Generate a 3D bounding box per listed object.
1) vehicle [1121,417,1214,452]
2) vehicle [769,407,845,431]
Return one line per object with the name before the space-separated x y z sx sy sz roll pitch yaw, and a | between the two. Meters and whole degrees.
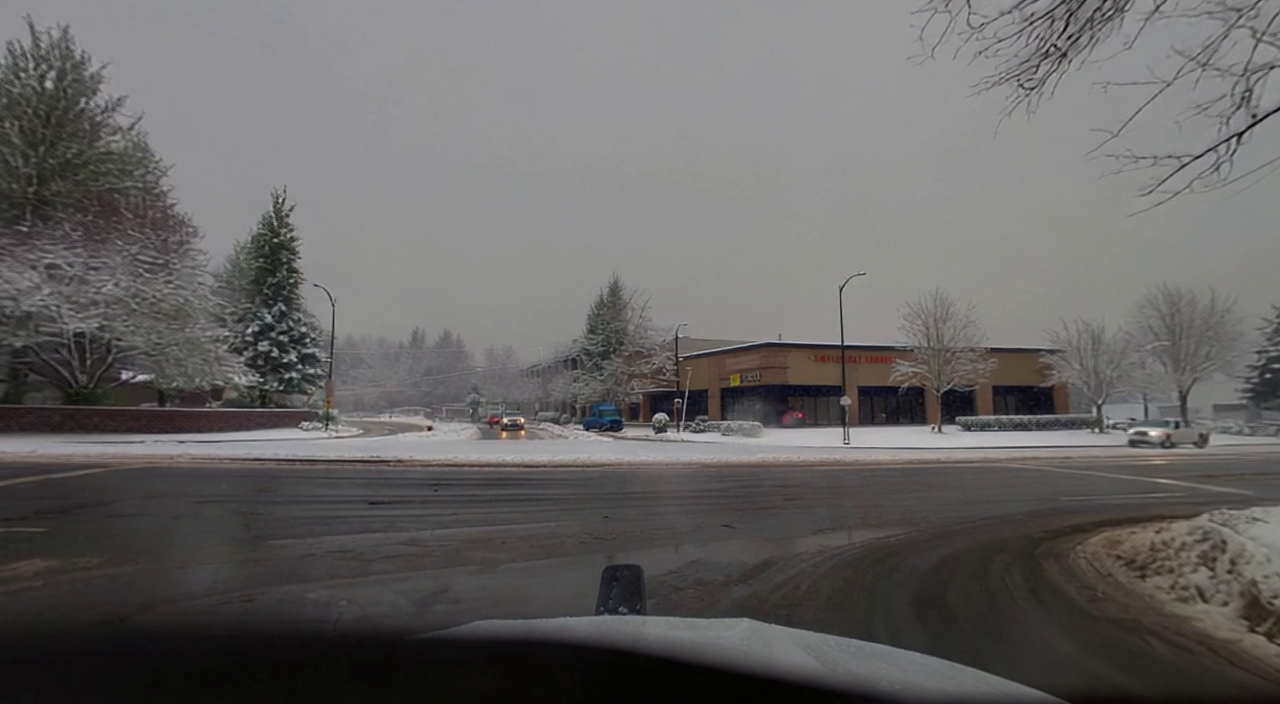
vehicle | 30.113 4.733 35.827 5.333 1.837 2.124 5 -10 -29
vehicle | 11.462 4.628 43.126 4.674 1.483 1.745 2 -9 -12
